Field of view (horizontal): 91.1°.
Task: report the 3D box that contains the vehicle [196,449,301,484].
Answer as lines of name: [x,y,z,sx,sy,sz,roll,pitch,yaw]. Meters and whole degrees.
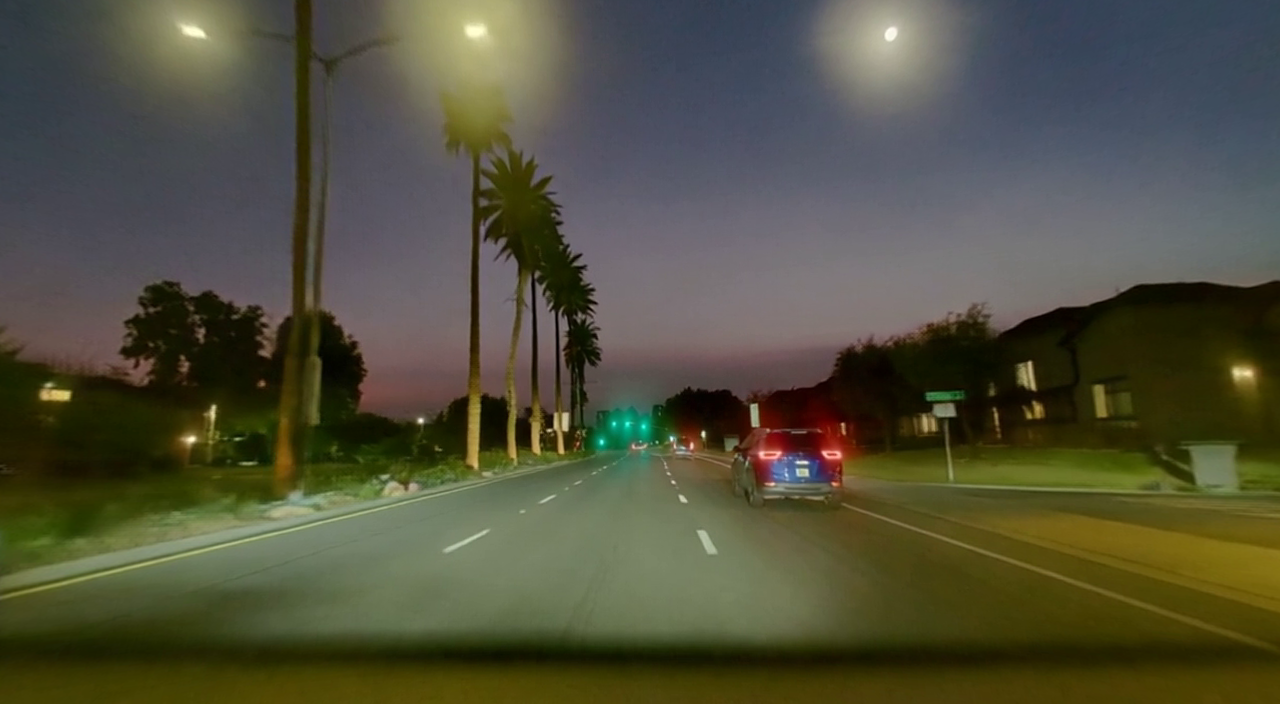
vehicle: [-18.530,5.428,30.006,1.900,1.476,4.746,0,-8,1]

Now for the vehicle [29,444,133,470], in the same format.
vehicle: [-35.342,6.633,39.774,4.684,1.531,2.188,-1,-8,5]

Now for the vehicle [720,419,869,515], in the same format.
vehicle: [3.227,2.521,14.287,2.195,1.804,4.658,0,-8,0]
